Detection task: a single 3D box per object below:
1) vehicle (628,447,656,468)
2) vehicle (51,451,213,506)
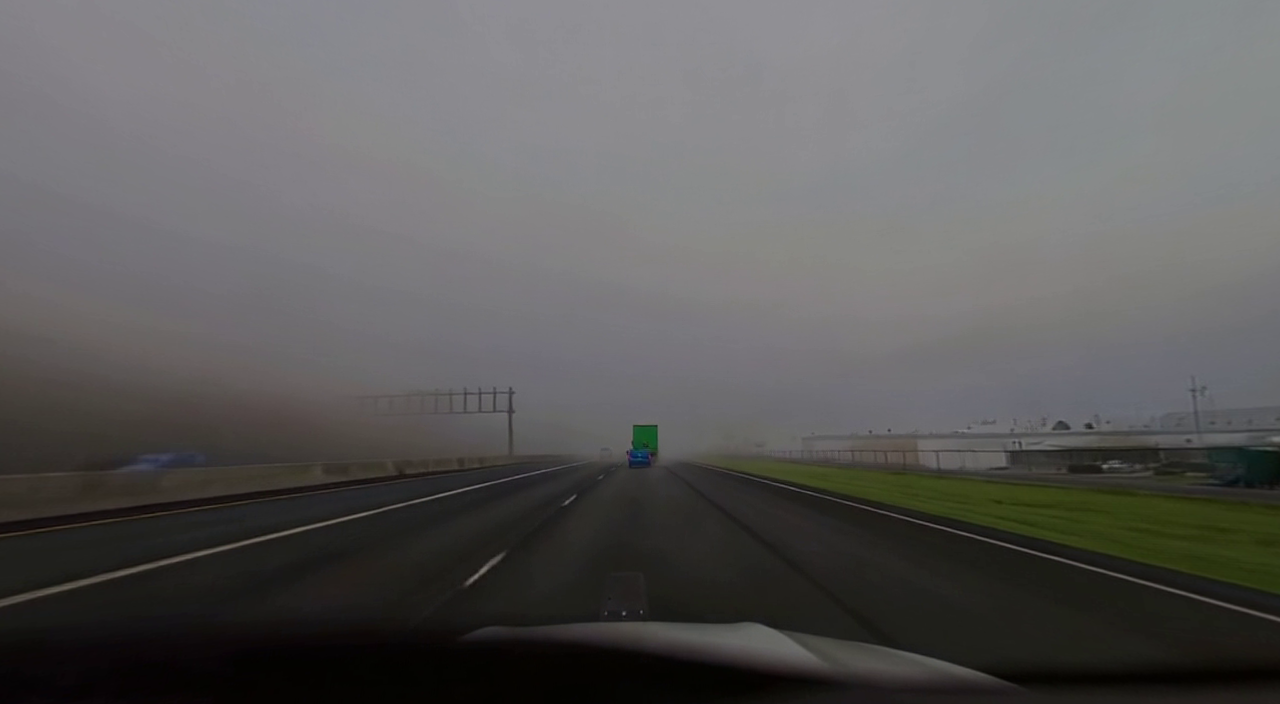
[{"bbox_3d":[0.199,8.204,49.199,2.094,1.559,3.945,-1,-9,1],"label":"vehicle"},{"bbox_3d":[-17.071,4.216,21.534,1.858,1.642,4.420,-1,-9,0],"label":"vehicle"}]
